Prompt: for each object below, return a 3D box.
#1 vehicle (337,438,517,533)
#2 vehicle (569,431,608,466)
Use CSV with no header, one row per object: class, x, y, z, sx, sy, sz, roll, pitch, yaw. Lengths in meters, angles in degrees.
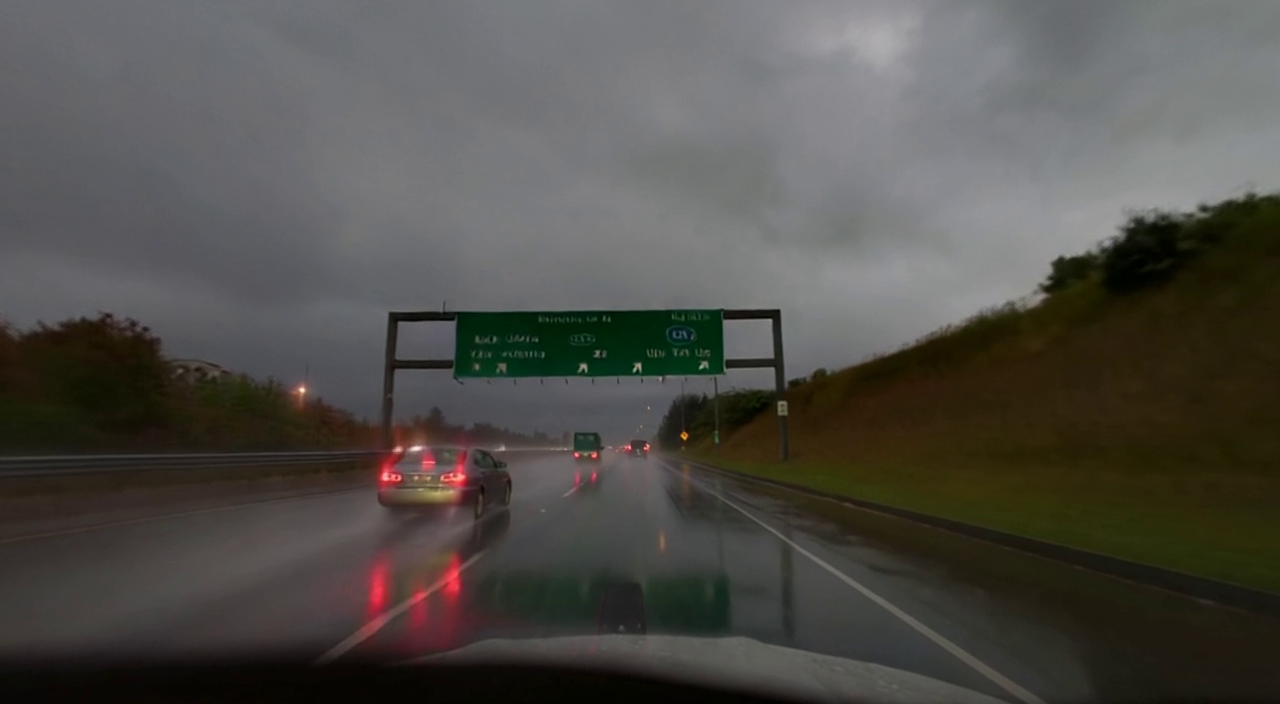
vehicle,-3.652,2.351,11.676,1.924,1.436,3.915,0,-9,0
vehicle,-3.722,7.147,46.632,2.290,2.453,5.561,0,-9,1
